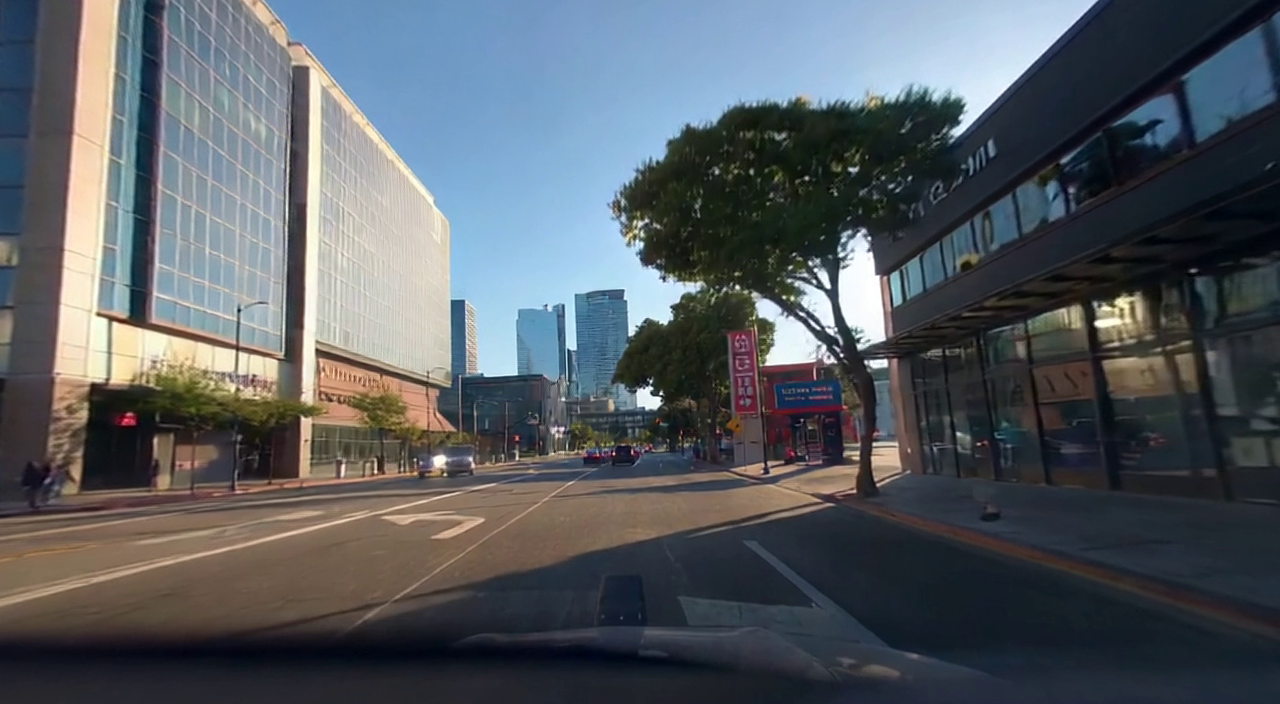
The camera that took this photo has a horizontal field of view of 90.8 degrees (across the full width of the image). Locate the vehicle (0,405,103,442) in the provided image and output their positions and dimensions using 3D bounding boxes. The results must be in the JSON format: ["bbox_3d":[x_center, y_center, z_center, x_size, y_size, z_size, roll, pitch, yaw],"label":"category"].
[{"bbox_3d":[-25.832,3.142,27.387,3.559,1.531,1.679,-1,-9,4],"label":"vehicle"}]

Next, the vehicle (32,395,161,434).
[{"bbox_3d":[-25.675,2.993,29.945,4.397,1.760,1.971,-1,-9,4],"label":"vehicle"}]
